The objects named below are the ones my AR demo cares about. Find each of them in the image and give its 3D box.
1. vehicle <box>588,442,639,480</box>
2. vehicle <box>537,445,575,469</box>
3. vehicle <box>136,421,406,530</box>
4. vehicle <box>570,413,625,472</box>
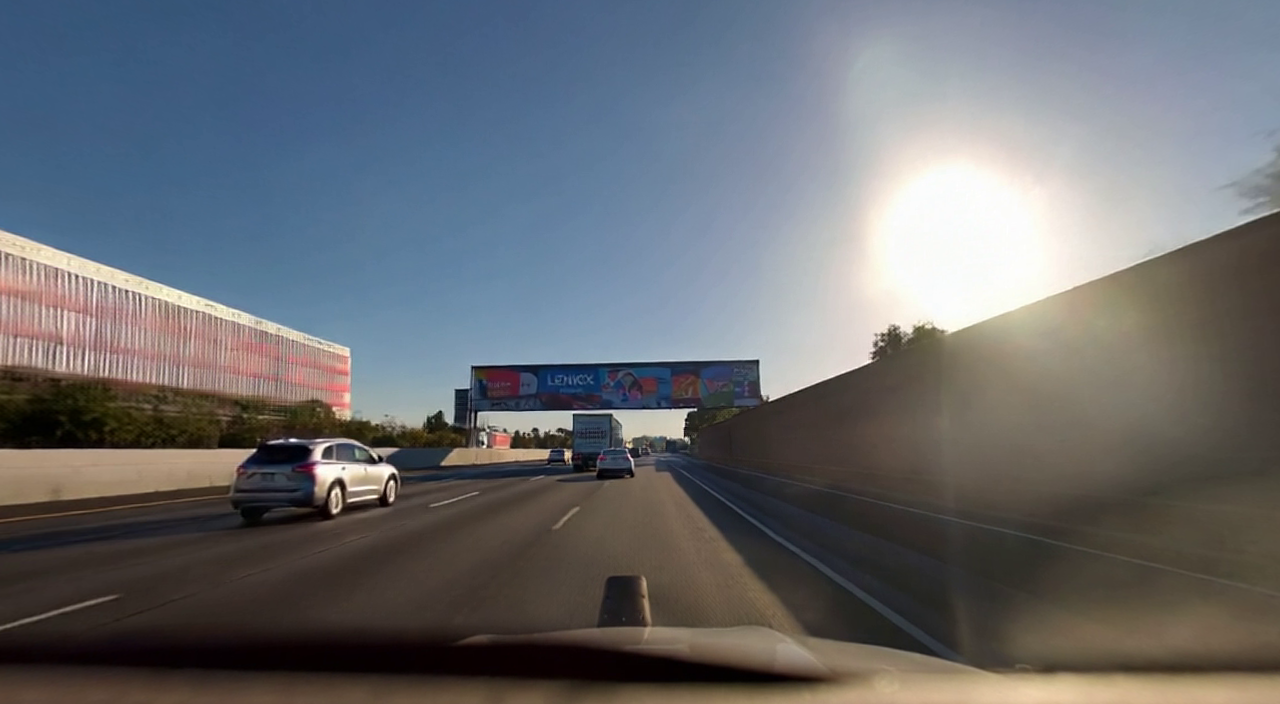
[{"bbox_3d":[-1.155,4.914,28.575,2.168,1.597,3.615,0,-9,-1],"label":"vehicle"},{"bbox_3d":[-6.197,7.775,47.010,2.124,1.674,4.541,0,-9,1],"label":"vehicle"},{"bbox_3d":[-7.056,2.433,13.015,2.401,1.759,5.126,0,-9,1],"label":"vehicle"},{"bbox_3d":[-2.611,6.015,41.668,2.794,3.460,8.595,0,-9,1],"label":"vehicle"}]
